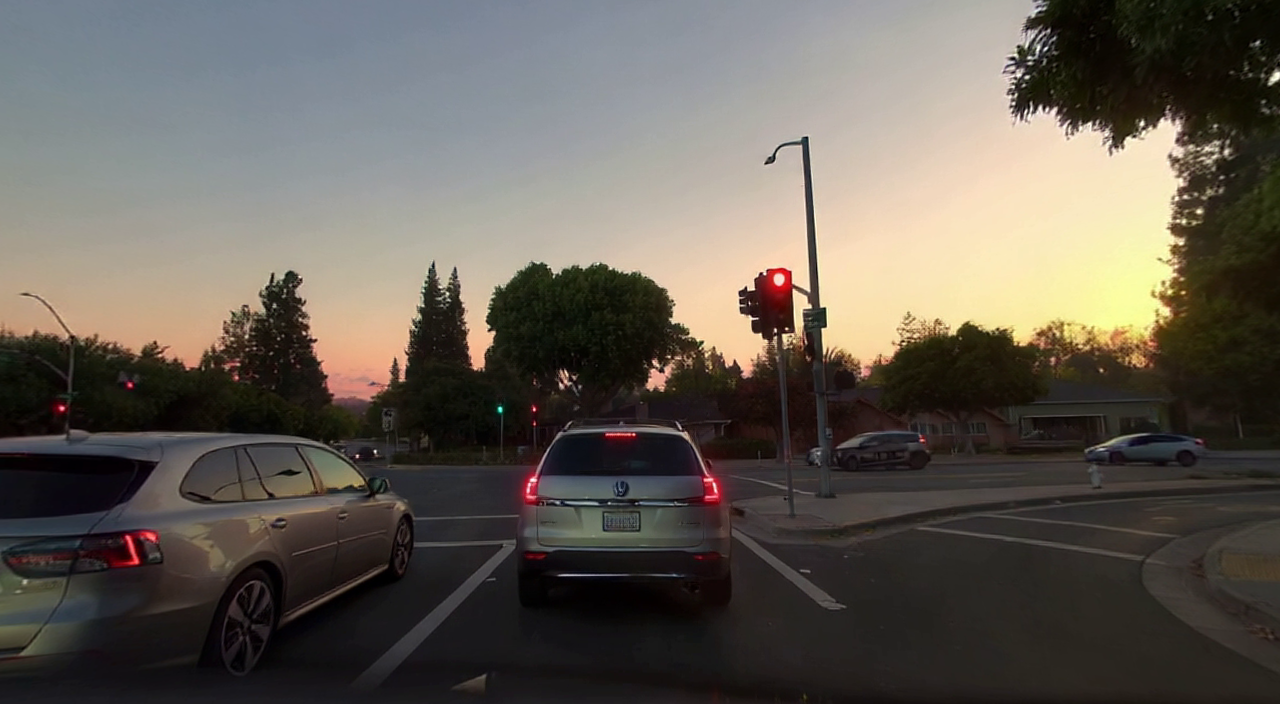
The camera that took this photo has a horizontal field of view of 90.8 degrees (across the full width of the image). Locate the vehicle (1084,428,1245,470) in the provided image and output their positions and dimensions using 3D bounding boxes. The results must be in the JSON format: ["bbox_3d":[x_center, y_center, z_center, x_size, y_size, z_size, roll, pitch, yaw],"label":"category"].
[{"bbox_3d":[21.339,3.961,25.881,4.670,1.616,1.926,-1,-9,6],"label":"vehicle"}]

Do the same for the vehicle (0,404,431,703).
[{"bbox_3d":[-3.290,1.281,4.725,2.035,1.492,4.415,0,-9,-2],"label":"vehicle"}]

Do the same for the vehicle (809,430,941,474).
[{"bbox_3d":[9.930,4.281,27.098,4.887,1.769,2.035,-1,-9,6],"label":"vehicle"}]

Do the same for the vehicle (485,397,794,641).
[{"bbox_3d":[-0.143,1.468,6.563,2.154,1.670,4.140,1,-9,-4],"label":"vehicle"}]
